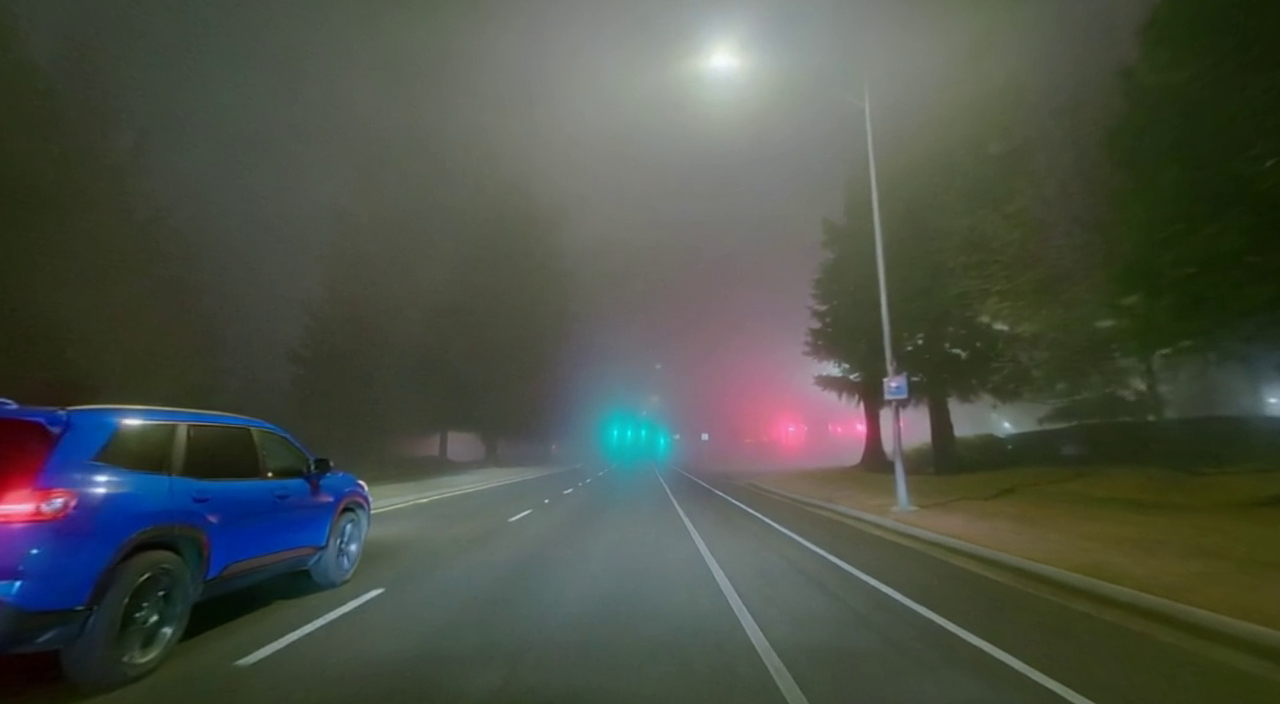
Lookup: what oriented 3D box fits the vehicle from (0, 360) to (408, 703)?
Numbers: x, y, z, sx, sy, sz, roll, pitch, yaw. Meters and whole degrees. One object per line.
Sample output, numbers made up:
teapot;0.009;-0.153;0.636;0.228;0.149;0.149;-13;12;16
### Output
vehicle;-3.666;1.214;4.757;2.121;1.724;4.392;0;-9;0
